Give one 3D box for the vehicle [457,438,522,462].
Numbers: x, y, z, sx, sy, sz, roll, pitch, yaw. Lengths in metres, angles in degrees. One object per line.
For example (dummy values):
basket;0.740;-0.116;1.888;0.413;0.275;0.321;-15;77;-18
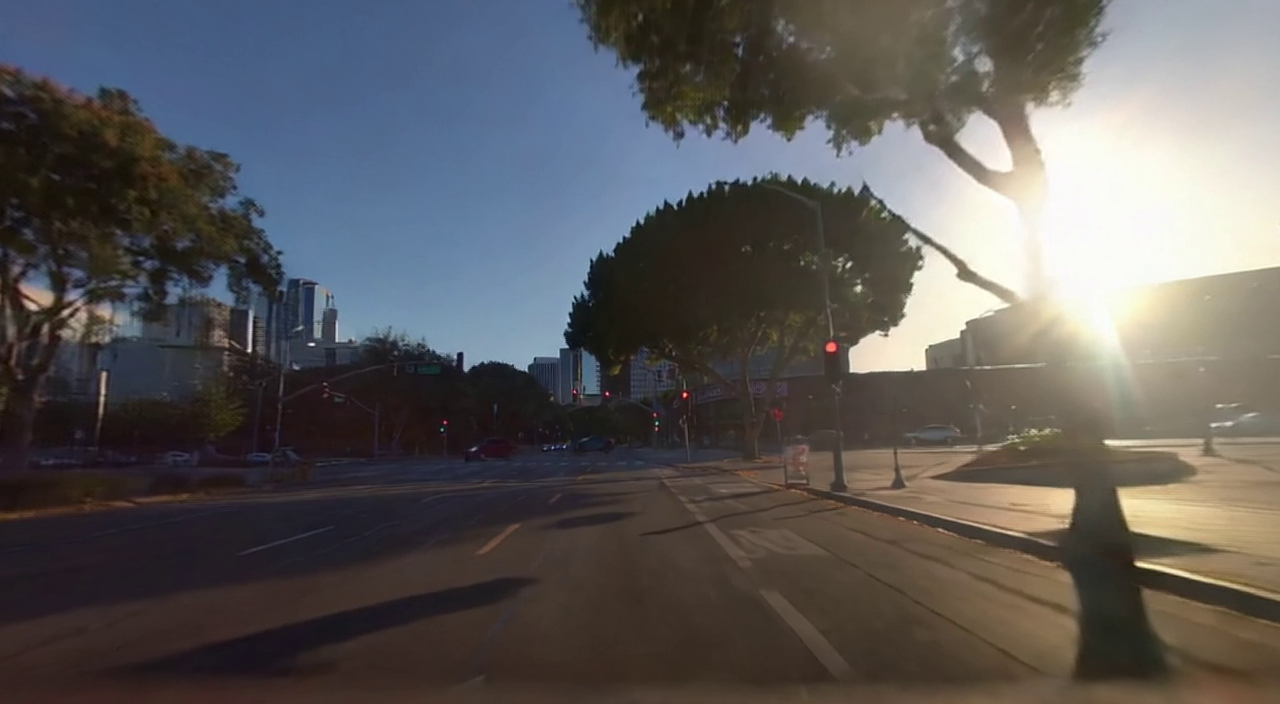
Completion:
vehicle;-10.642;6.950;45.002;2.111;1.598;4.359;-4;-10;26
